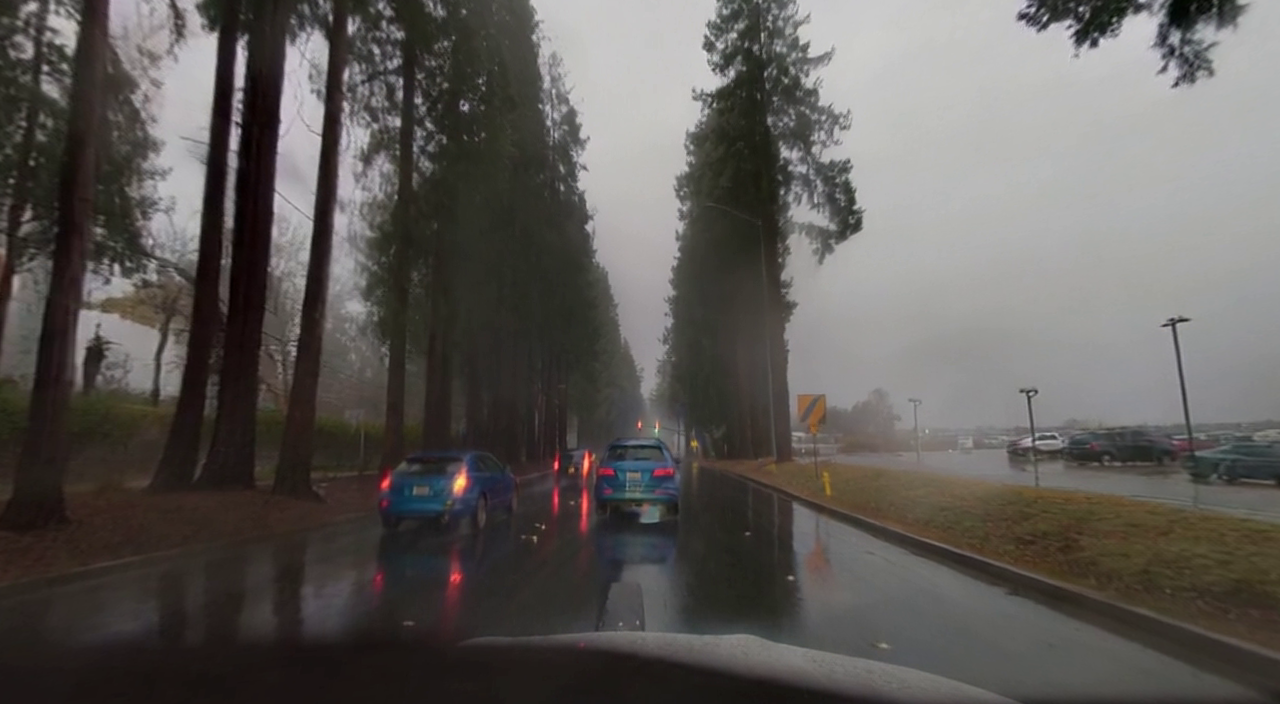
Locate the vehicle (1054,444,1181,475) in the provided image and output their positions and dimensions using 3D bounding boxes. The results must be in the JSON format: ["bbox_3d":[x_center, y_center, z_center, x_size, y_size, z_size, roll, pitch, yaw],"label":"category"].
[{"bbox_3d":[27.902,6.289,37.040,5.955,1.702,2.166,1,-8,-6],"label":"vehicle"}]

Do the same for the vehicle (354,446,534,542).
[{"bbox_3d":[-3.442,2.545,12.129,1.922,1.464,4.424,0,-8,1],"label":"vehicle"}]

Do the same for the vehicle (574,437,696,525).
[{"bbox_3d":[-0.076,2.656,13.549,2.229,1.591,3.897,0,-8,0],"label":"vehicle"}]
